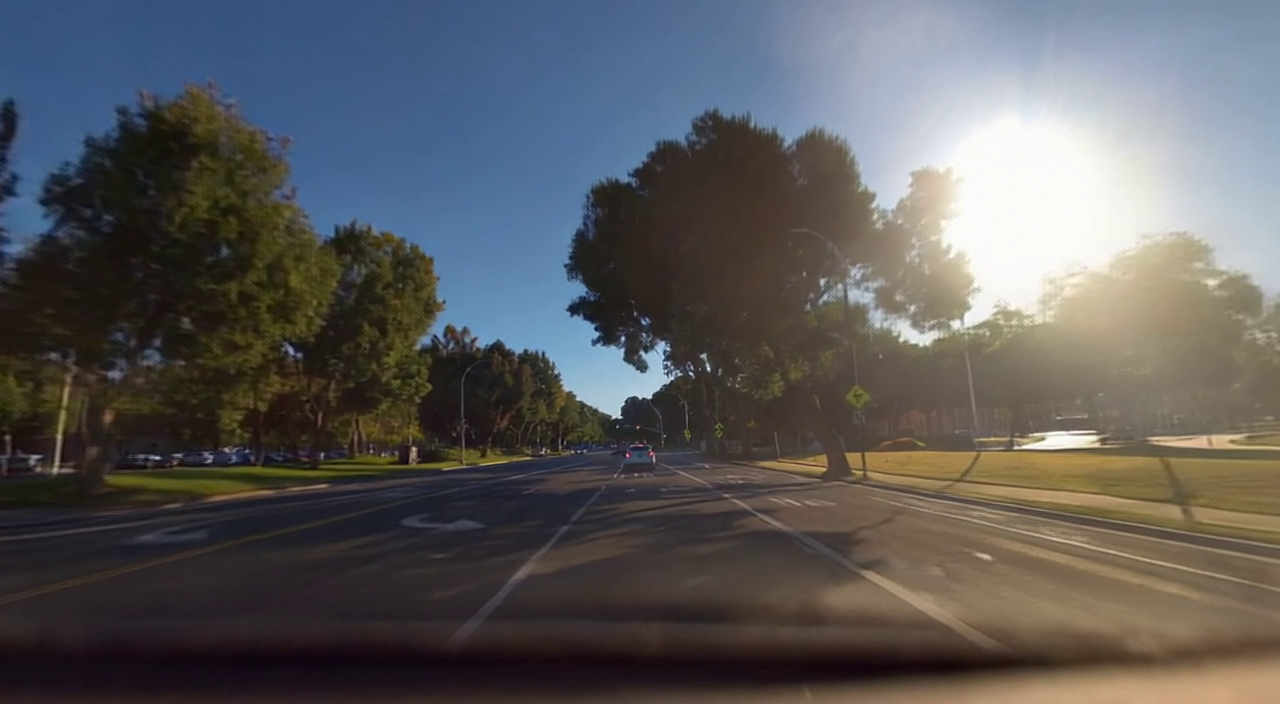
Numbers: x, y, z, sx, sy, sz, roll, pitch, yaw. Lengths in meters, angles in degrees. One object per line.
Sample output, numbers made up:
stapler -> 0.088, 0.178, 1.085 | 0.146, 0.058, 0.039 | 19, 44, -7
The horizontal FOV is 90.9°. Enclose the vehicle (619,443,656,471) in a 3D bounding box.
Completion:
vehicle -> -0.178, 6.070, 36.604 | 1.978, 1.499, 3.915 | 0, -8, -1
